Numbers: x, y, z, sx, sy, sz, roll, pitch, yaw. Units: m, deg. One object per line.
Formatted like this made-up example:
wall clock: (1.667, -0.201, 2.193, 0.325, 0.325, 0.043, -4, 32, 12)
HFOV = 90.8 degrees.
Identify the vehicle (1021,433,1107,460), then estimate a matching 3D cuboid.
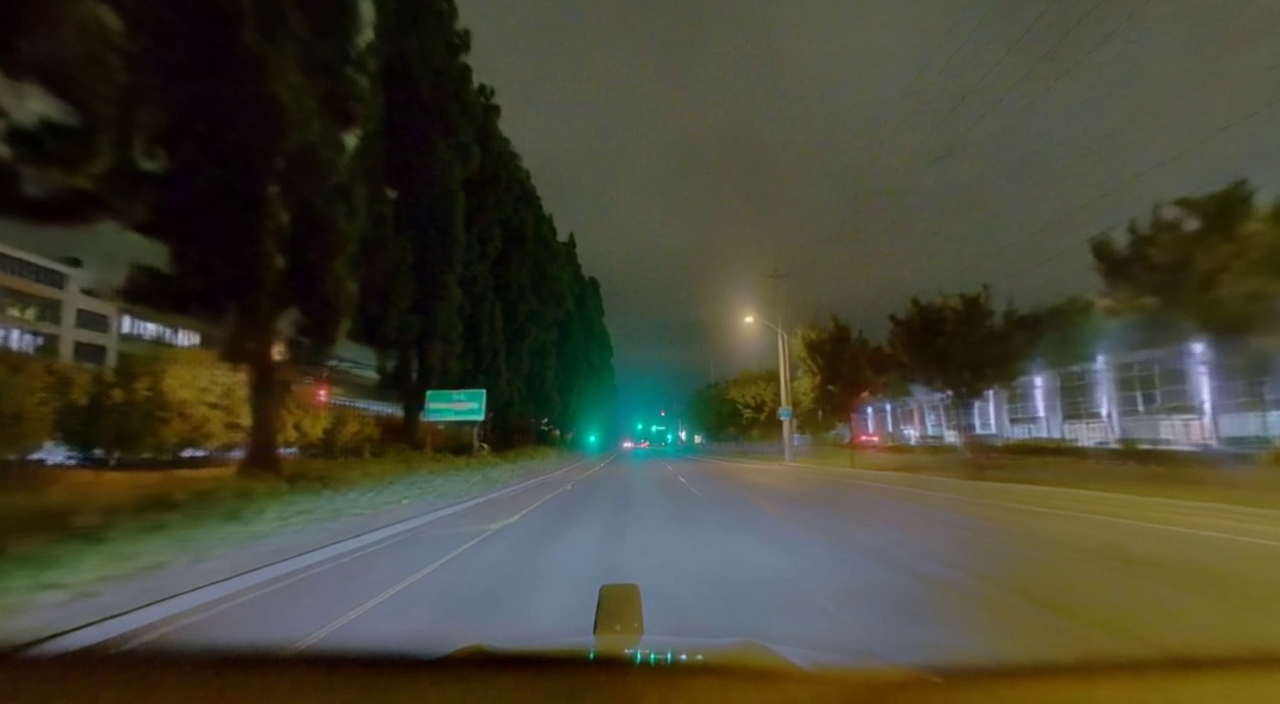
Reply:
vehicle: (30.434, 6.767, 45.425, 4.633, 1.754, 2.017, -2, -8, 1)

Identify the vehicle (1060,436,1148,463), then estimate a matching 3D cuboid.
vehicle: (31.320, 6.567, 42.743, 4.279, 1.743, 2.003, 0, -8, 5)
